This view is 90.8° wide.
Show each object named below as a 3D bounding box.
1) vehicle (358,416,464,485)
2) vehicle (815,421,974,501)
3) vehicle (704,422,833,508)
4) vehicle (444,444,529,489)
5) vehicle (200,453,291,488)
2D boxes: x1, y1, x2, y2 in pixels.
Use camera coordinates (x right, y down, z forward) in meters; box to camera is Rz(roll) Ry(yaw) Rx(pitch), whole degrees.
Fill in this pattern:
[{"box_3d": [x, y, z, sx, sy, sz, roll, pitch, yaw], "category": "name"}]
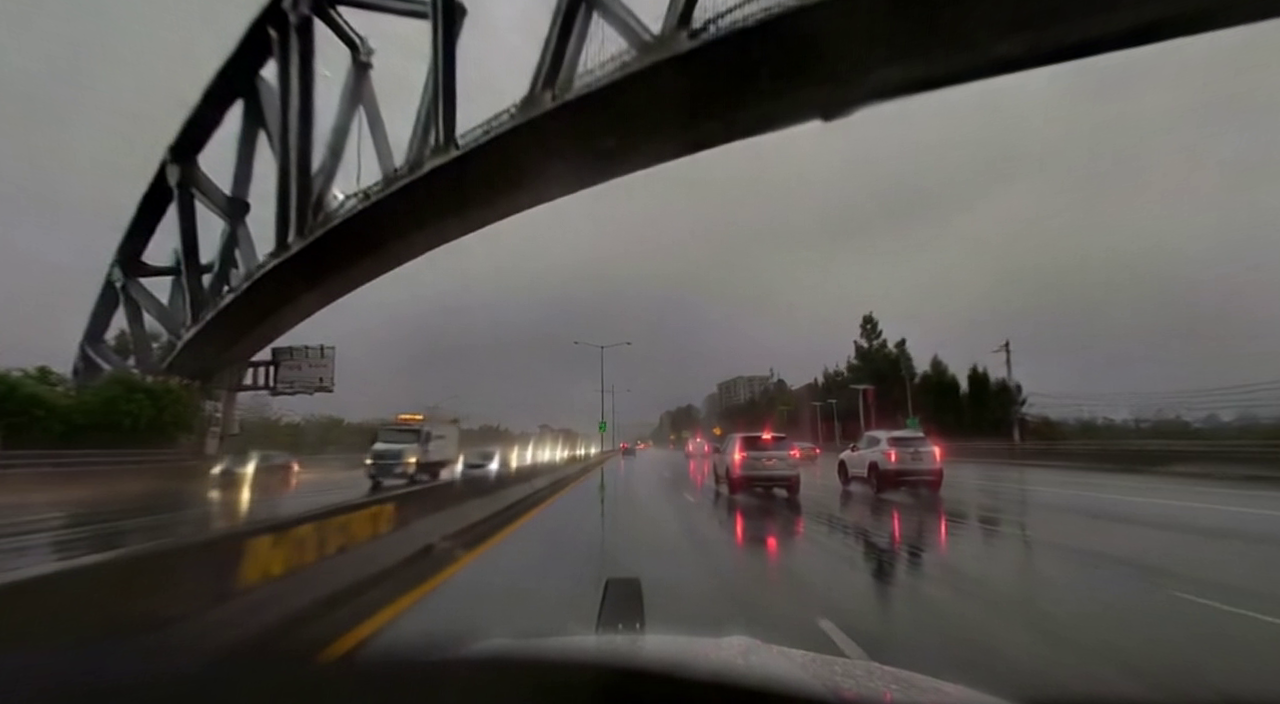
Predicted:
[{"box_3d": [-10.078, 4.444, 28.595, 2.307, 2.726, 6.596, 0, -9, 0], "category": "vehicle"}, {"box_3d": [6.488, 2.844, 16.901, 2.040, 1.801, 4.959, 0, -9, -2], "category": "vehicle"}, {"box_3d": [2.826, 2.613, 14.976, 2.059, 1.711, 4.302, 0, -9, -1], "category": "vehicle"}, {"box_3d": [-5.604, 4.229, 23.727, 2.026, 1.474, 4.578, 0, -9, 0], "category": "vehicle"}, {"box_3d": [-20.670, 6.201, 33.370, 1.957, 1.674, 4.417, 0, -9, 0], "category": "vehicle"}]
